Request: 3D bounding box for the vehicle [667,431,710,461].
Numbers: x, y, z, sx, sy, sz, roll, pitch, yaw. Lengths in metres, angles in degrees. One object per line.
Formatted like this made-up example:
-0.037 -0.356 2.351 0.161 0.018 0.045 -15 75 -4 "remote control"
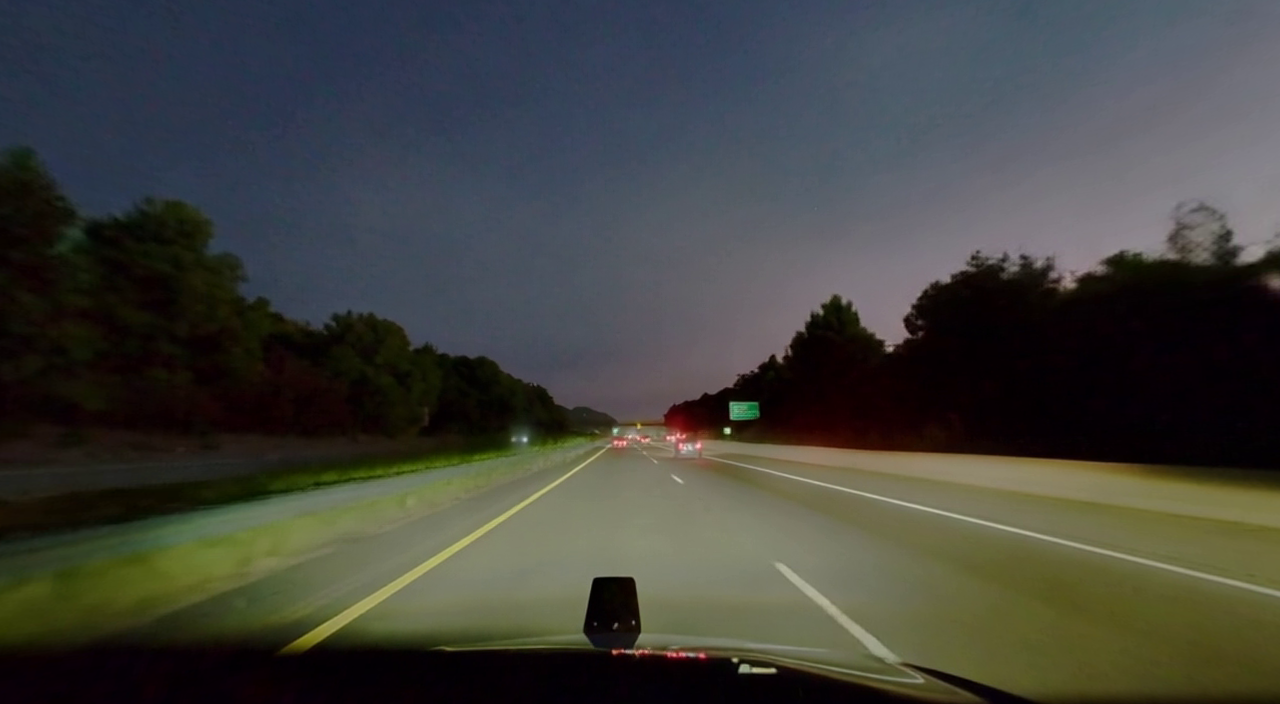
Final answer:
2.872 5.642 38.206 2.085 1.681 4.436 0 -7 -2 "vehicle"
